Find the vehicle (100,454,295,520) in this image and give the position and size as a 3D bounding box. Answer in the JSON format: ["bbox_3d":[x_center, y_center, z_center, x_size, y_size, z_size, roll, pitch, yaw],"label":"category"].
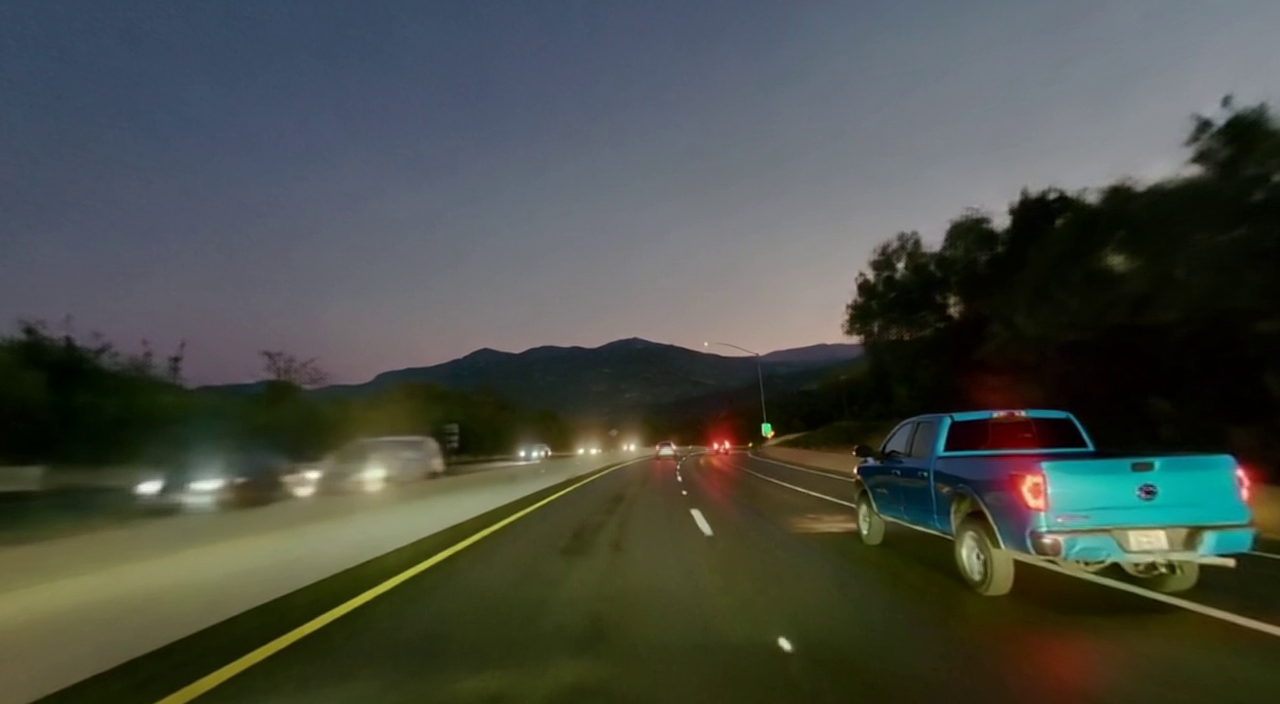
[{"bbox_3d":[-11.531,3.511,16.969,1.879,1.455,4.538,0,-9,1],"label":"vehicle"}]

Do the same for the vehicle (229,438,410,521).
[{"bbox_3d":[-7.872,3.143,16.169,2.041,1.776,4.570,-1,-9,3],"label":"vehicle"}]

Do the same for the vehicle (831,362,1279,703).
[{"bbox_3d":[3.553,1.268,5.656,2.151,1.744,4.709,0,-9,-1],"label":"vehicle"}]
